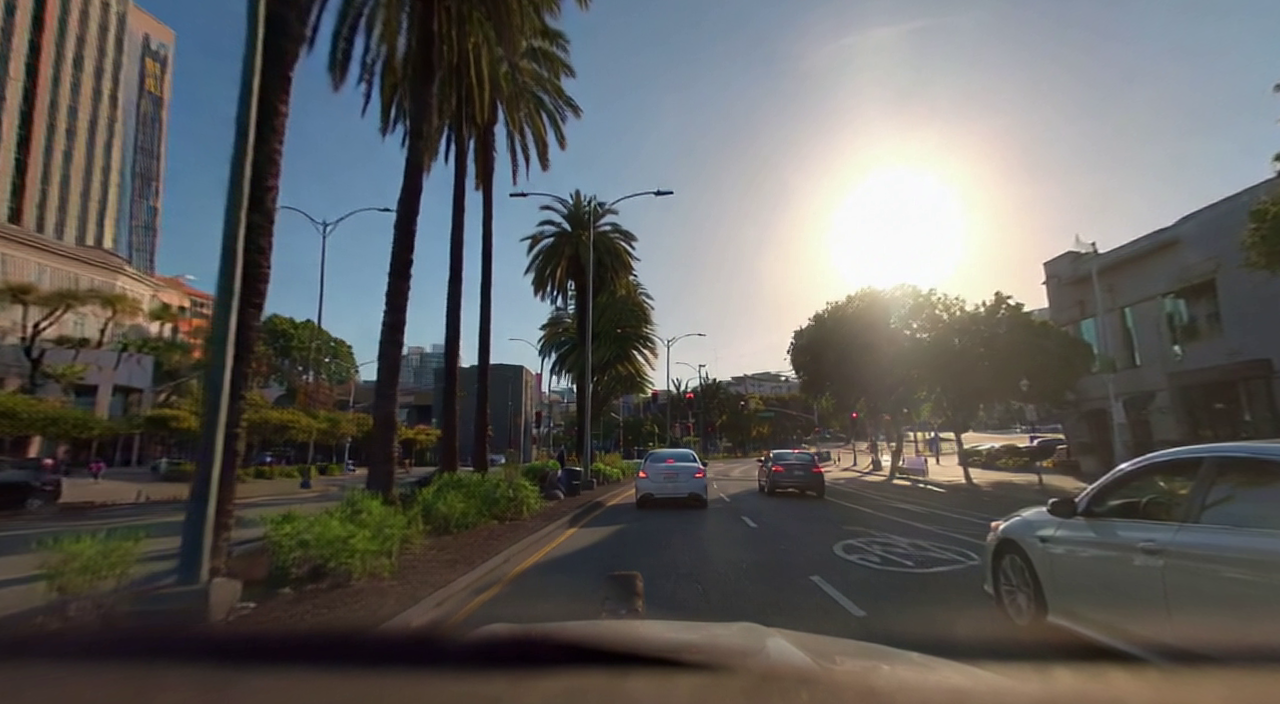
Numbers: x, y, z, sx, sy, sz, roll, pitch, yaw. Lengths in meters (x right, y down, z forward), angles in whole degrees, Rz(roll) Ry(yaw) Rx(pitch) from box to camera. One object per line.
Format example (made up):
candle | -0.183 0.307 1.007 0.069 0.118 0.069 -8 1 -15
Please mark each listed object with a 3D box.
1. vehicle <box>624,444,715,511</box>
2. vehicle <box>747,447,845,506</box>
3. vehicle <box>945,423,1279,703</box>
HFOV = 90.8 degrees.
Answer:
vehicle | 0.806 3.159 16.323 2.078 1.503 3.681 -1 -9 4
vehicle | 4.357 3.507 18.347 1.920 1.490 4.417 -1 -9 3
vehicle | 3.796 1.199 3.746 1.913 1.469 4.425 -1 -9 3
